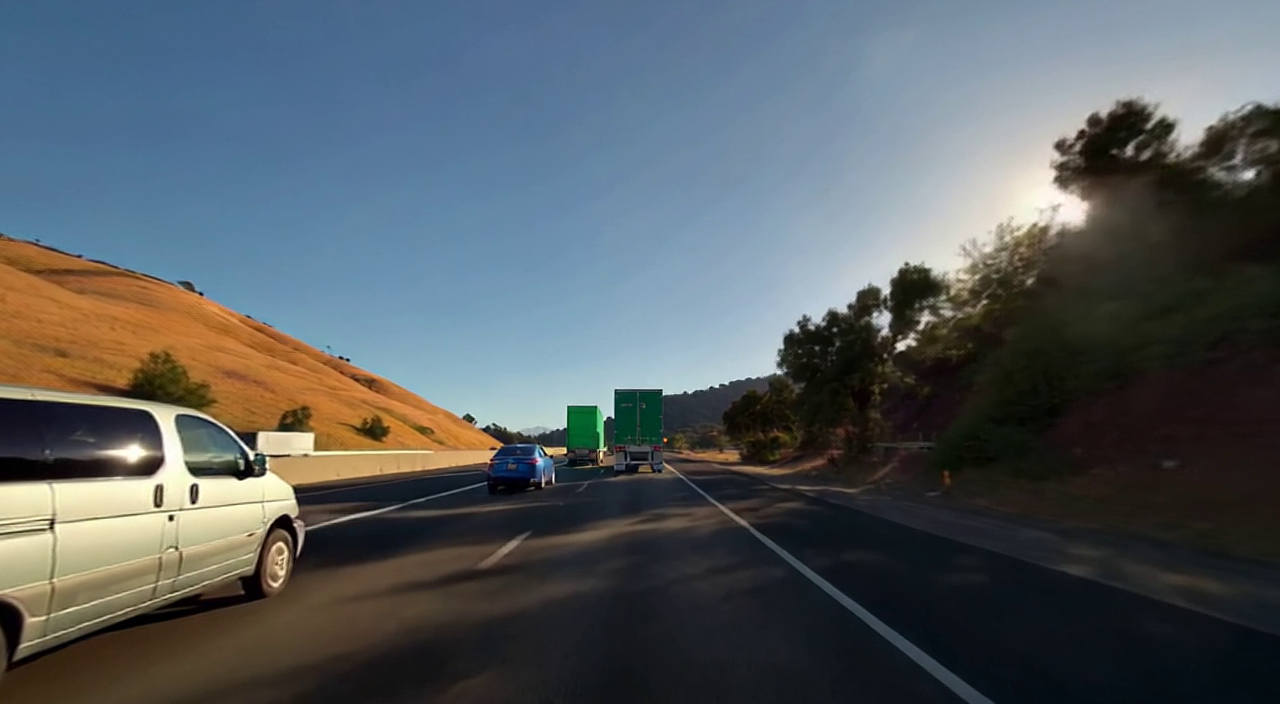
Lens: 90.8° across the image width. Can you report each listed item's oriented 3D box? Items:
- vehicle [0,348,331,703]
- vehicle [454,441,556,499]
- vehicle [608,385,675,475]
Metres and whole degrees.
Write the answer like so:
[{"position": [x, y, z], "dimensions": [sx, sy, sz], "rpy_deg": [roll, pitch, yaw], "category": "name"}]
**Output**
[{"position": [-4.102, 0.969, 3.606], "dimensions": [2.136, 1.779, 4.875], "rpy_deg": [0, -8, 1], "category": "vehicle"}, {"position": [-3.703, 3.301, 18.118], "dimensions": [1.950, 1.446, 4.224], "rpy_deg": [0, -8, 1], "category": "vehicle"}, {"position": [0.186, 4.225, 33.412], "dimensions": [2.913, 3.988, 10.874], "rpy_deg": [0, -8, 1], "category": "vehicle"}]
